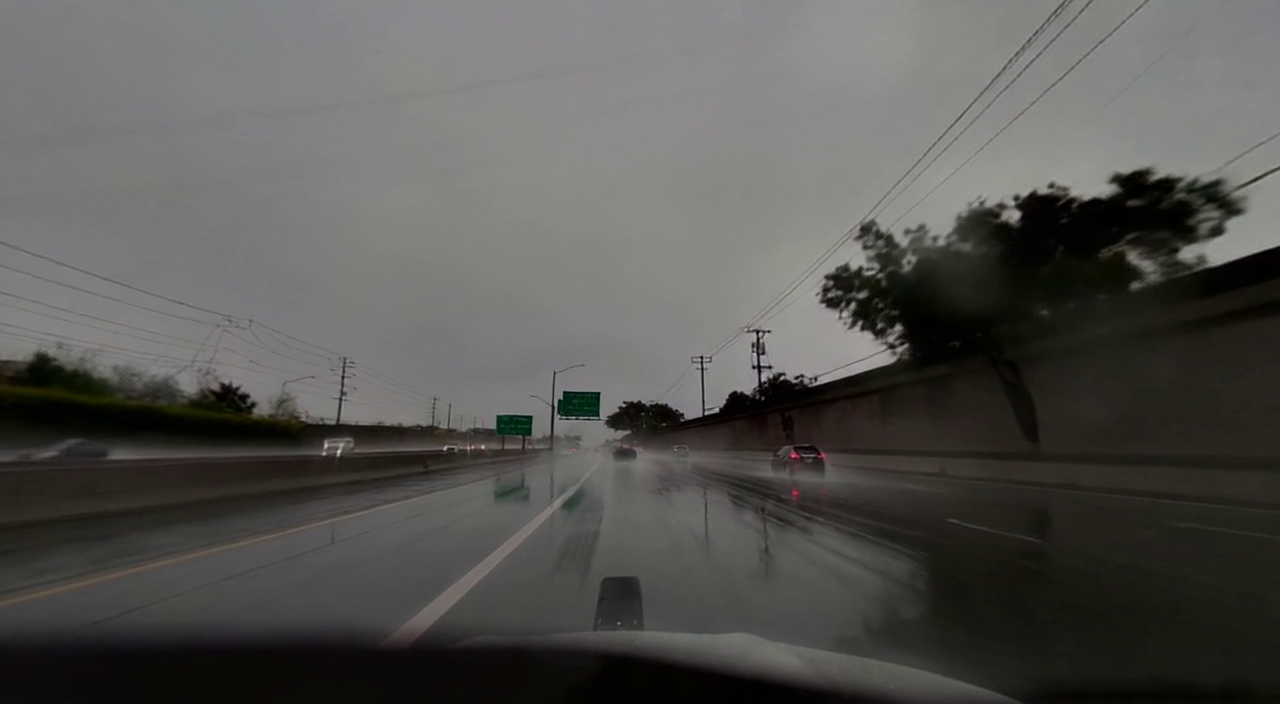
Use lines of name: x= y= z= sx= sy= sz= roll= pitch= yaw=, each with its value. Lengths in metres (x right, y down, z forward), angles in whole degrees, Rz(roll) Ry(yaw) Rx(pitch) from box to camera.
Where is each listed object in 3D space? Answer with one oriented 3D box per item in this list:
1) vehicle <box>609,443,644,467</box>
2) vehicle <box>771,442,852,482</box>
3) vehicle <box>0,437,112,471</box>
vehicle: x=-0.908 y=6.668 z=41.053 sx=2.109 sy=1.489 sz=4.027 roll=1 pitch=-8 yaw=-4
vehicle: x=6.721 y=4.344 z=25.249 sx=1.876 sy=1.451 sz=4.154 roll=0 pitch=-9 yaw=-3
vehicle: x=-31.768 y=5.562 z=34.581 sx=2.011 sy=1.716 sz=4.501 roll=0 pitch=-9 yaw=-3
